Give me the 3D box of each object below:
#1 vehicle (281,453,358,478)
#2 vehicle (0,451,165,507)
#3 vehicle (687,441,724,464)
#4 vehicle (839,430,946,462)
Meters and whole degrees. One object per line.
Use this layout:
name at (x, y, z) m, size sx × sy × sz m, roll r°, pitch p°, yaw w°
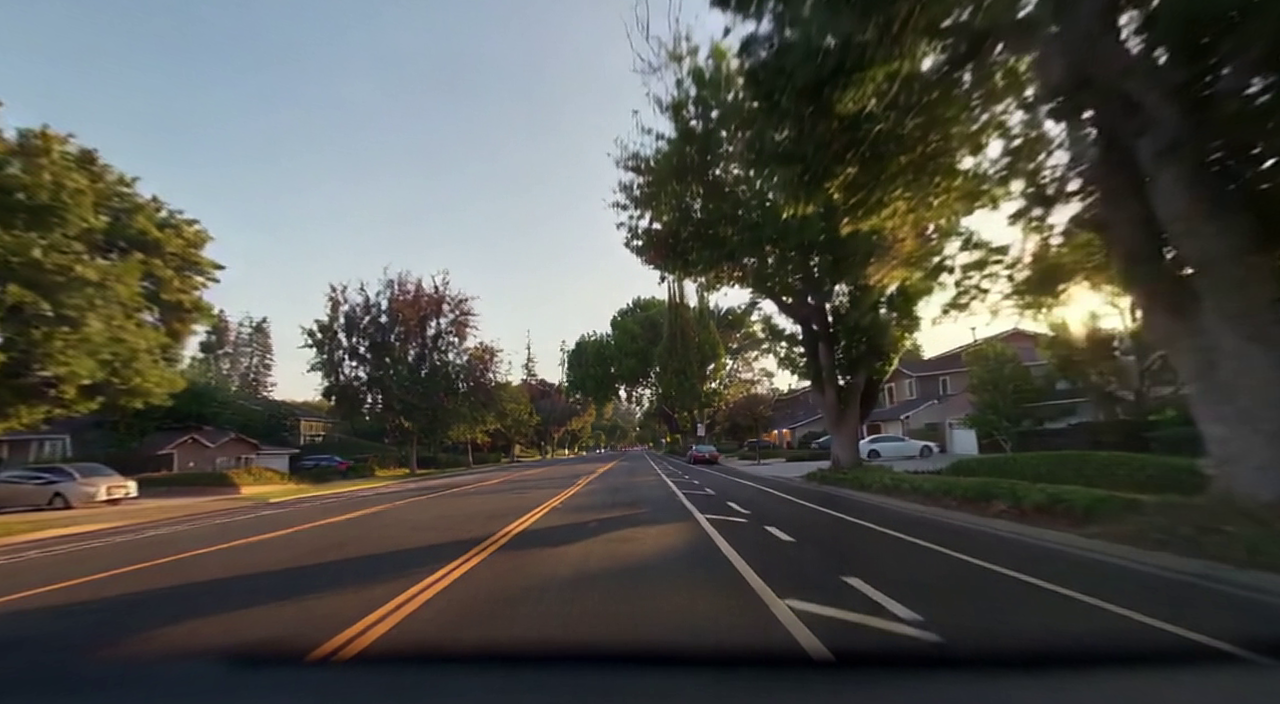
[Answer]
vehicle at (-23.421, 8.300, 46.274) m, size 4.466 × 1.773 × 2.063 m, roll 0°, pitch -8°, yaw -2°
vehicle at (-20.995, 4.743, 24.121) m, size 2.128 × 1.839 × 4.830 m, roll 1°, pitch -9°, yaw -4°
vehicle at (4.714, 7.320, 46.224) m, size 1.995 × 1.553 × 4.628 m, roll 0°, pitch -8°, yaw -3°
vehicle at (13.198, 4.948, 33.221) m, size 4.710 × 1.612 × 1.999 m, roll 0°, pitch -8°, yaw -2°
